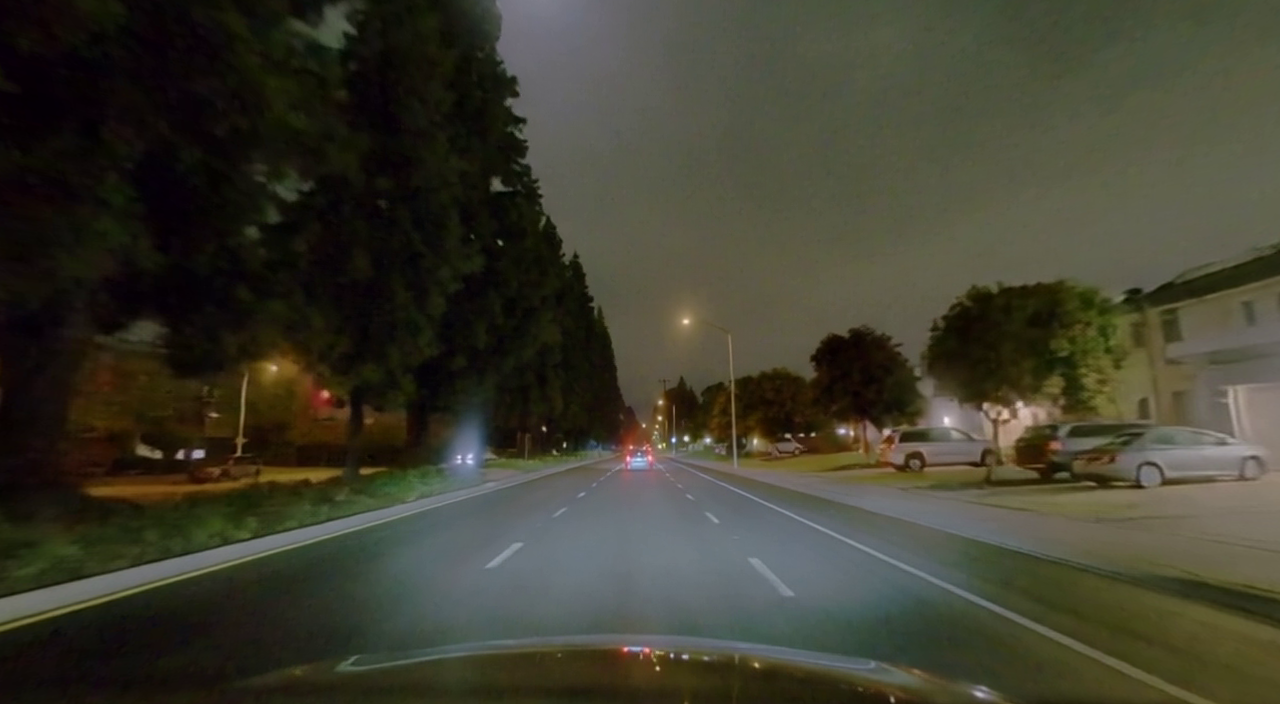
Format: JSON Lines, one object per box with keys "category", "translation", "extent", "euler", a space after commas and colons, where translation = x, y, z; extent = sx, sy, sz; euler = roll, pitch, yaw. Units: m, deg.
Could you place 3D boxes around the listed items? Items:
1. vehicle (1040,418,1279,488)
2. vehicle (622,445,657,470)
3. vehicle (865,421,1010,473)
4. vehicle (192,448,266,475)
{"category": "vehicle", "translation": [12.374, 2.337, 14.587], "extent": [4.787, 1.494, 1.887], "euler": [0, -9, 1]}
{"category": "vehicle", "translation": [-0.031, 6.507, 38.902], "extent": [2.054, 1.456, 4.003], "euler": [0, -9, 0]}
{"category": "vehicle", "translation": [12.232, 3.955, 26.106], "extent": [4.923, 2.019, 1.985], "euler": [0, -9, 2]}
{"category": "vehicle", "translation": [-24.067, 6.402, 36.900], "extent": [1.892, 1.455, 3.564], "euler": [0, -8, 1]}
